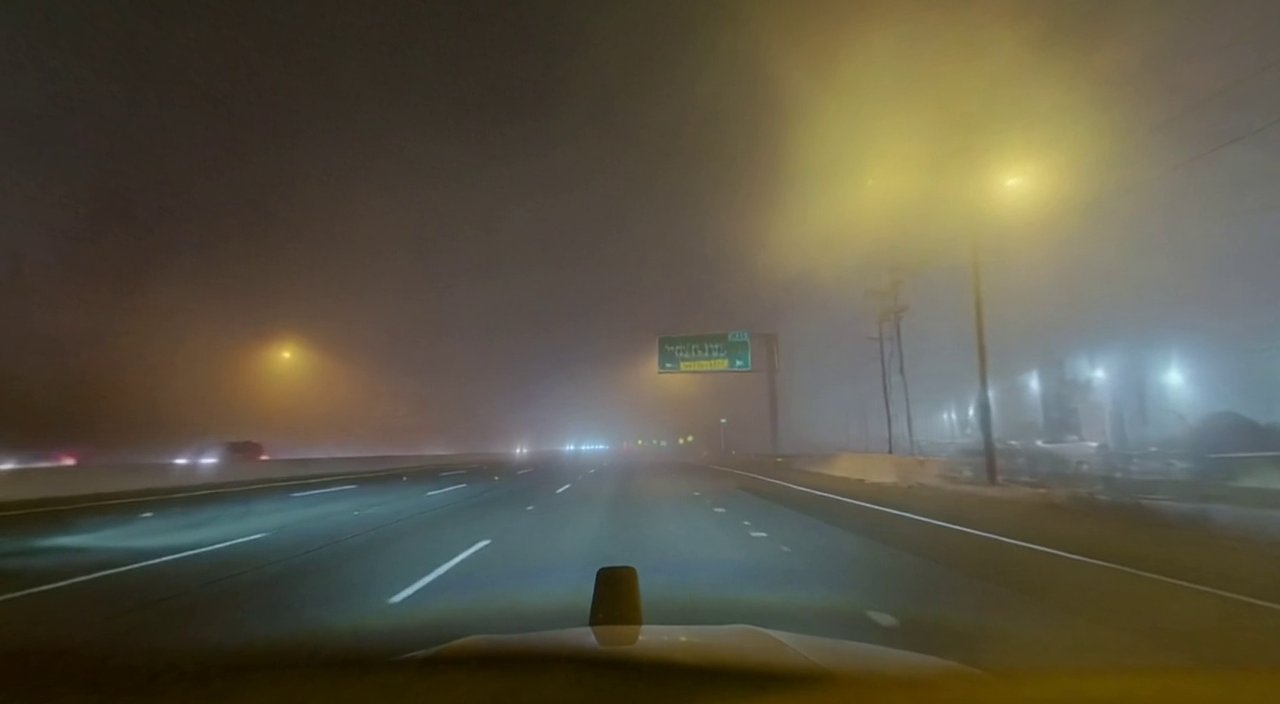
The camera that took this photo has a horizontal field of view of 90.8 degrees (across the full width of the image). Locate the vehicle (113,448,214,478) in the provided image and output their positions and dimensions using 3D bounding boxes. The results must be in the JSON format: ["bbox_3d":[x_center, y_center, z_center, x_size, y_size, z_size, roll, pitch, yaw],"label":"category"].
[{"bbox_3d":[-25.428,5.915,33.956,1.838,1.443,4.598,0,-8,0],"label":"vehicle"}]
